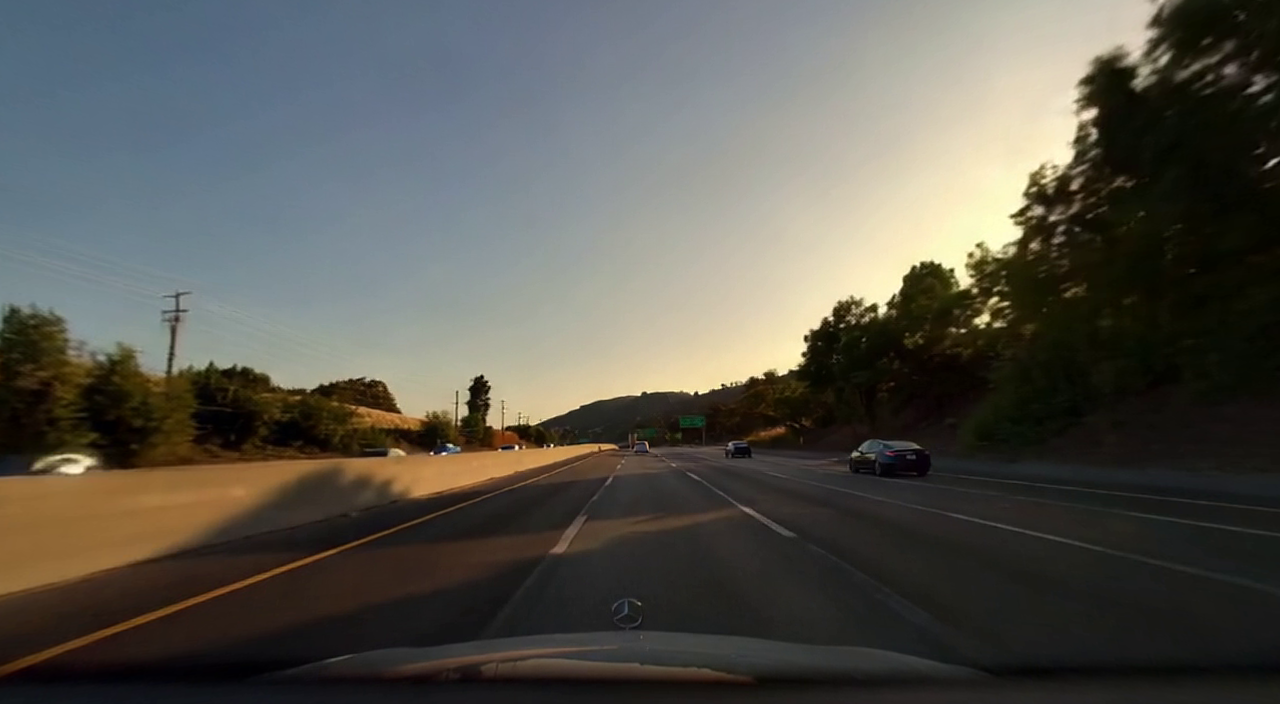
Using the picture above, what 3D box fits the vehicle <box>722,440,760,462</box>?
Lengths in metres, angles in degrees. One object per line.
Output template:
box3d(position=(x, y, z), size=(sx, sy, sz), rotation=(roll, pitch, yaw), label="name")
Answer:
box3d(position=(7.600, 7.468, 47.694), size=(2.053, 1.553, 4.463), rotation=(0, -9, -1), label="vehicle")

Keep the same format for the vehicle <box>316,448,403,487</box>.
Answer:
box3d(position=(-11.947, 4.912, 27.099), size=(1.873, 1.507, 3.906), rotation=(0, -9, 1), label="vehicle")

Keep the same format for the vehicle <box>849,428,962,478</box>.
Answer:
box3d(position=(11.151, 4.326, 27.076), size=(2.387, 1.936, 5.646), rotation=(0, -9, 0), label="vehicle")
